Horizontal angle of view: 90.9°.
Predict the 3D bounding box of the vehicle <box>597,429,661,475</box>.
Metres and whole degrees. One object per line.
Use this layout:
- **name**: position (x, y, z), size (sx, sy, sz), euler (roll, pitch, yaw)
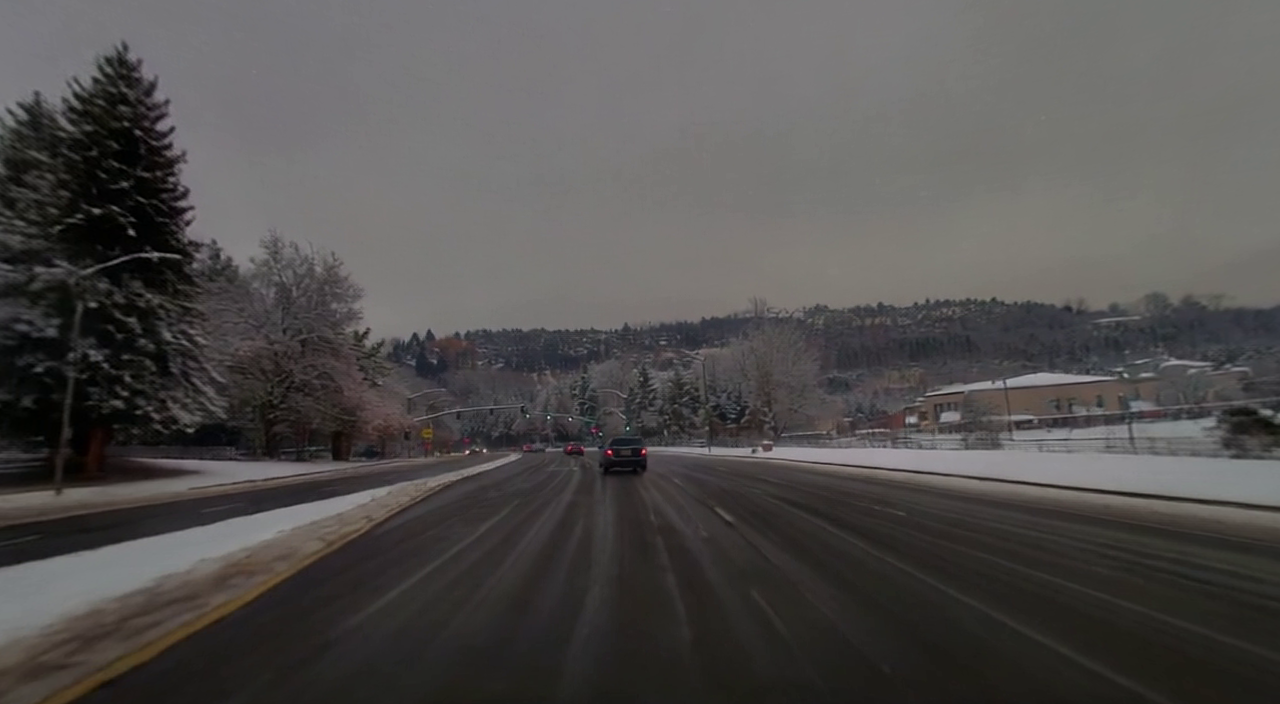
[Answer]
- **vehicle**: position (-0.560, 4.217, 26.725), size (2.253, 1.756, 4.313), euler (1, -8, -7)
